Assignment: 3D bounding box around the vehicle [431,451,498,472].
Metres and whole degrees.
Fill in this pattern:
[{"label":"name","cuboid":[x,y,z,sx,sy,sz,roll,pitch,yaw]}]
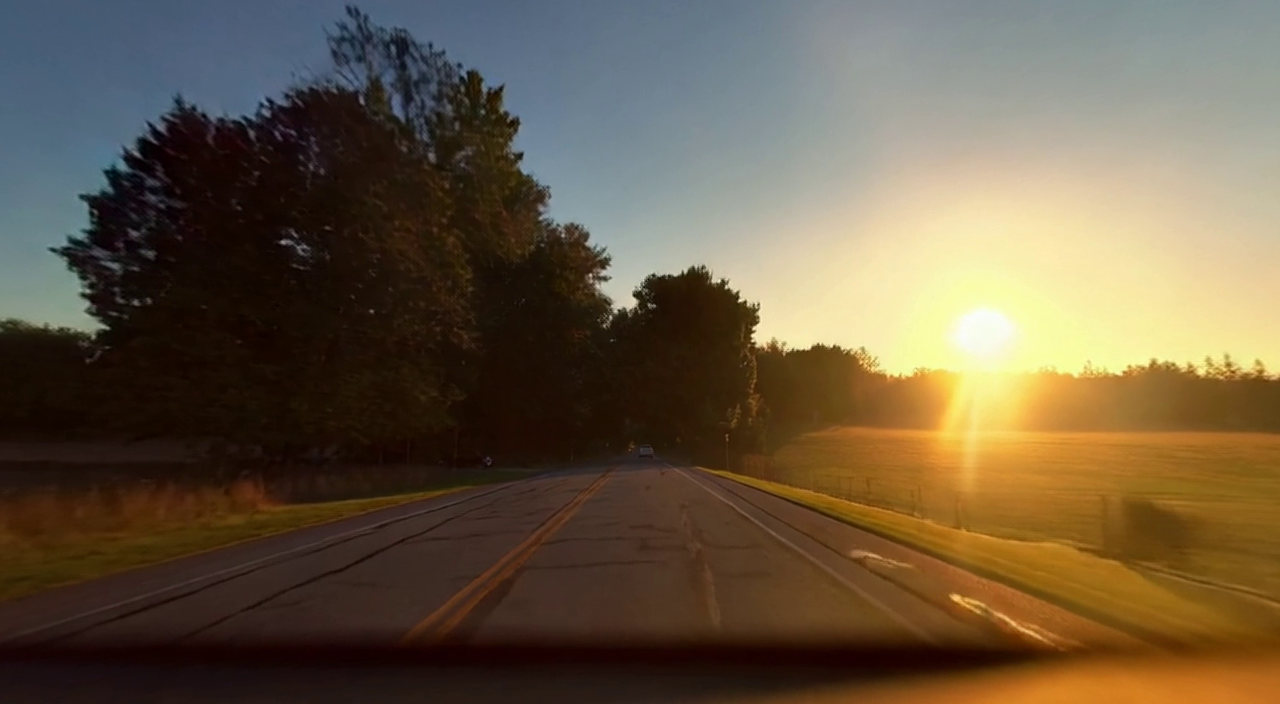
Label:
[{"label":"vehicle","cuboid":[-12.464,7.803,44.999,4.266,1.425,1.759,0,-8,-2]}]
